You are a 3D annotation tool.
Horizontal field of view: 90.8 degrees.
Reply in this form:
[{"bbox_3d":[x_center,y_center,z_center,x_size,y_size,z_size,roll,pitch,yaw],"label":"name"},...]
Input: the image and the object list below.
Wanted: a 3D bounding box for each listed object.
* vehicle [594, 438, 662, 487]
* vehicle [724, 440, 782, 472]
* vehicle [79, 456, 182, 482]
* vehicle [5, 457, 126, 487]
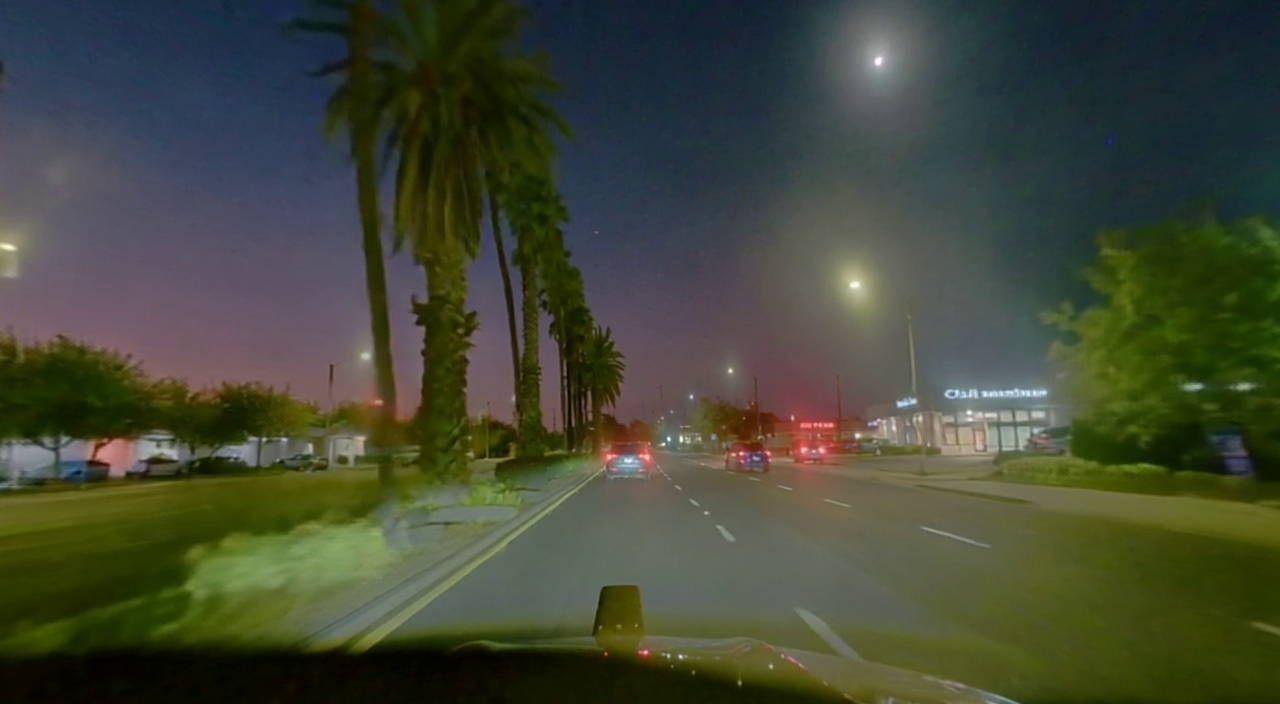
[{"bbox_3d":[-0.367,3.727,21.611,2.106,1.496,3.964,0,-9,0],"label":"vehicle"},{"bbox_3d":[6.099,5.660,34.657,2.244,1.618,4.585,0,-9,-2],"label":"vehicle"},{"bbox_3d":[-30.163,6.930,37.526,4.345,1.476,1.937,0,-9,-2],"label":"vehicle"},{"bbox_3d":[-30.972,6.458,34.158,4.544,1.533,2.026,0,-9,0],"label":"vehicle"}]
